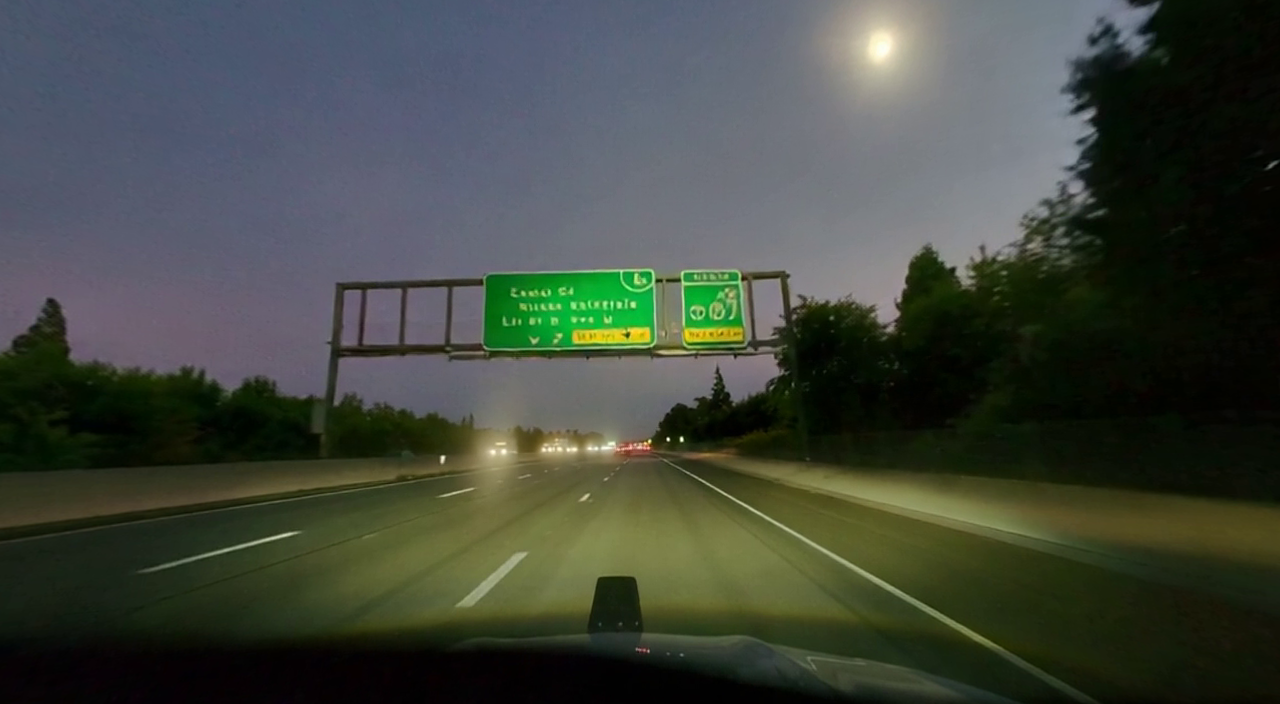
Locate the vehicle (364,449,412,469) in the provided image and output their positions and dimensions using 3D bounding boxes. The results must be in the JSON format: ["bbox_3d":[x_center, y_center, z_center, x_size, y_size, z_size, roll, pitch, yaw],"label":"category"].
[{"bbox_3d":[-19.659,8.353,49.489,1.891,1.423,4.418,1,-9,1],"label":"vehicle"}]
